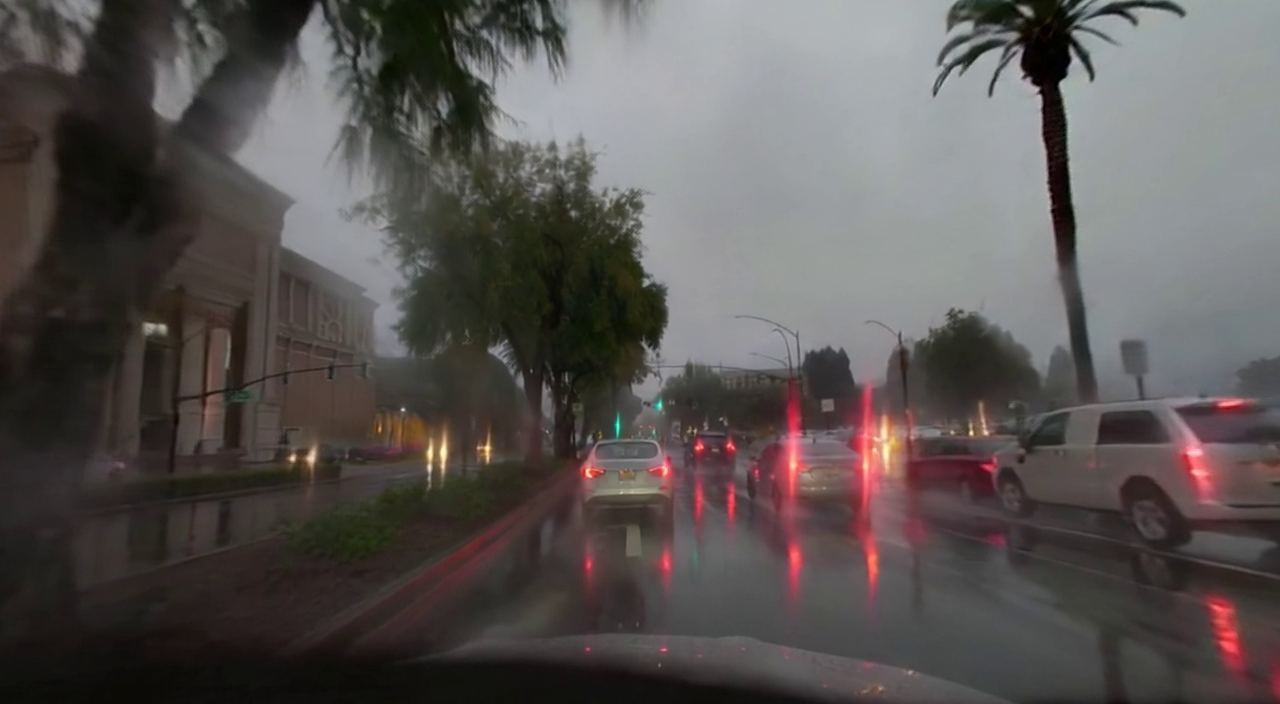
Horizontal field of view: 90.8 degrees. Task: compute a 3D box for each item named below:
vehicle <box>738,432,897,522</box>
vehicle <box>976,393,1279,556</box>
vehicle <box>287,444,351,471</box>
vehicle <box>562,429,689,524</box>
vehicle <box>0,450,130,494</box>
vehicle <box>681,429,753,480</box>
[{"bbox_3d":[3.248,2.374,12.546,1.833,1.465,4.258,0,-8,-1],"label":"vehicle"},{"bbox_3d":[8.023,1.762,10.180,2.200,1.933,5.123,0,-7,-2],"label":"vehicle"},{"bbox_3d":[-21.379,7.055,42.318,1.958,1.675,4.389,0,-8,0],"label":"vehicle"},{"bbox_3d":[-0.257,2.305,12.190,2.050,1.521,3.747,0,-8,-1],"label":"vehicle"},{"bbox_3d":[-24.429,5.017,26.797,1.870,1.636,4.375,0,-8,0],"label":"vehicle"},{"bbox_3d":[3.137,4.429,27.640,2.127,1.854,7.971,0,-8,0],"label":"vehicle"}]
